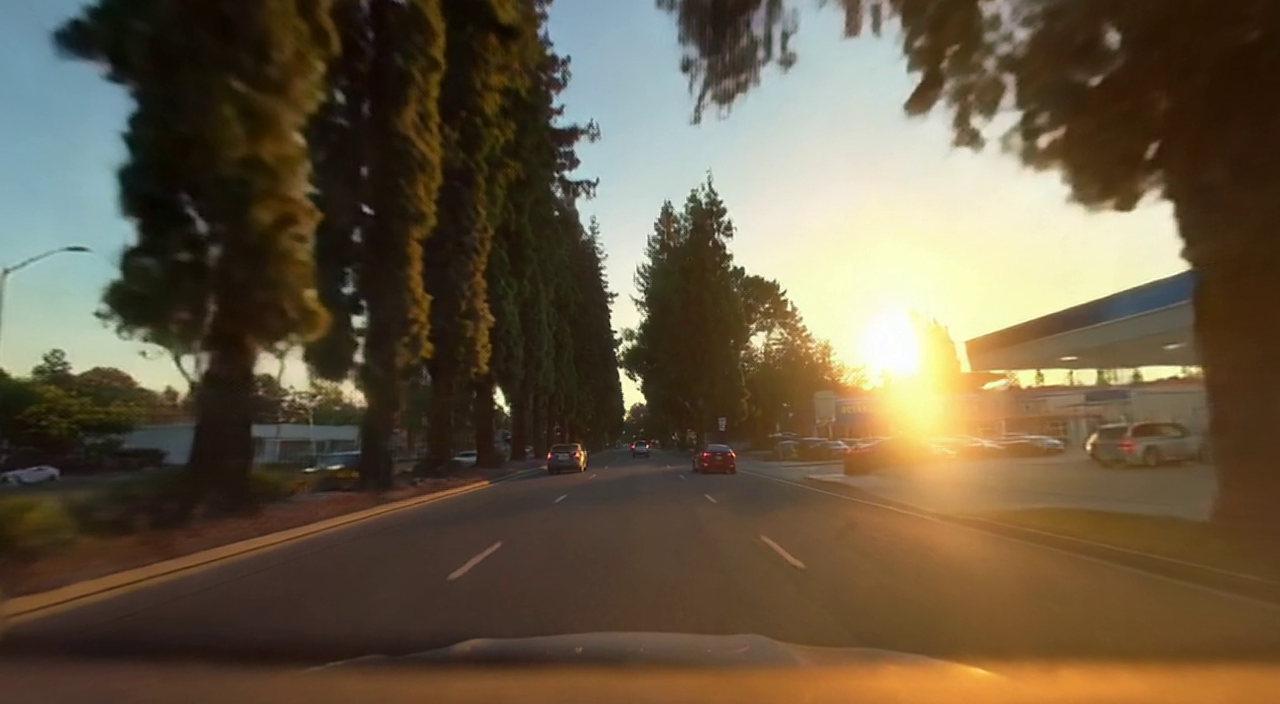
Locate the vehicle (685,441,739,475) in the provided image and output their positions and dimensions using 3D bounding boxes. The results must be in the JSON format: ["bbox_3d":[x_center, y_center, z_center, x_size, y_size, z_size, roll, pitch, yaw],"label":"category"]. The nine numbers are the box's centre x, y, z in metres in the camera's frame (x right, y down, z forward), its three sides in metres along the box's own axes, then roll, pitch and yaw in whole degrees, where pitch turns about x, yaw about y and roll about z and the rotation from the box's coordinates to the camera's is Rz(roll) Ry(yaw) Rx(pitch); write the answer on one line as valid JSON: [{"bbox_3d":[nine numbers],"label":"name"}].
[{"bbox_3d":[3.448,5.153,30.955,2.010,1.486,4.498,0,-8,-1],"label":"vehicle"}]

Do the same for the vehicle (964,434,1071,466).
[{"bbox_3d":[22.567,5.843,37.785,5.111,1.785,2.119,0,-8,-4],"label":"vehicle"}]

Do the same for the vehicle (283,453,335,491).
[{"bbox_3d":[-14.778,5.300,28.148,1.839,1.478,4.437,4,-9,-27],"label":"vehicle"}]

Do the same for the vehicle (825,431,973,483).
[{"bbox_3d":[9.479,3.835,23.264,4.526,1.768,2.056,1,-9,-8],"label":"vehicle"}]

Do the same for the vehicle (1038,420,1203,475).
[{"bbox_3d":[16.833,3.353,22.280,4.107,1.487,1.937,-5,-7,3],"label":"vehicle"}]

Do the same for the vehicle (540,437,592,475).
[{"bbox_3d":[-3.632,5.160,31.626,2.051,1.747,4.370,0,-8,1],"label":"vehicle"}]
